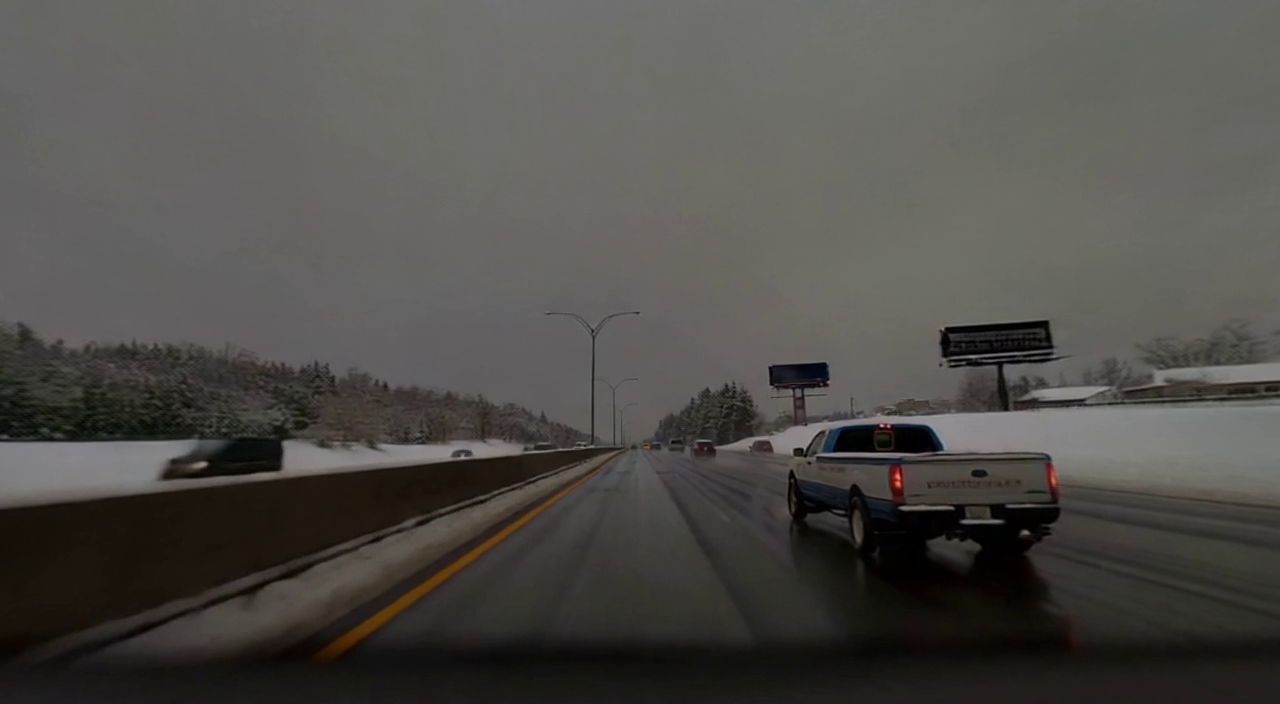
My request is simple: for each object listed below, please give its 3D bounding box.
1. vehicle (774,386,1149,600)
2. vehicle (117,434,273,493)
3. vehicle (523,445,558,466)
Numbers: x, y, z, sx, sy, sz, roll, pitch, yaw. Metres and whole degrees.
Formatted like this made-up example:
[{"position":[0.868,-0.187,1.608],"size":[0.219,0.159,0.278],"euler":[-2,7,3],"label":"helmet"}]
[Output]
[{"position":[3.073,1.468,7.397],"size":[1.973,1.710,4.476],"euler":[0,-9,-1],"label":"vehicle"},{"position":[-17.633,4.428,25.540],"size":[2.289,2.077,5.418],"euler":[0,-8,1],"label":"vehicle"},{"position":[-7.770,8.094,49.610],"size":[2.035,1.508,3.950],"euler":[0,-8,0],"label":"vehicle"}]
